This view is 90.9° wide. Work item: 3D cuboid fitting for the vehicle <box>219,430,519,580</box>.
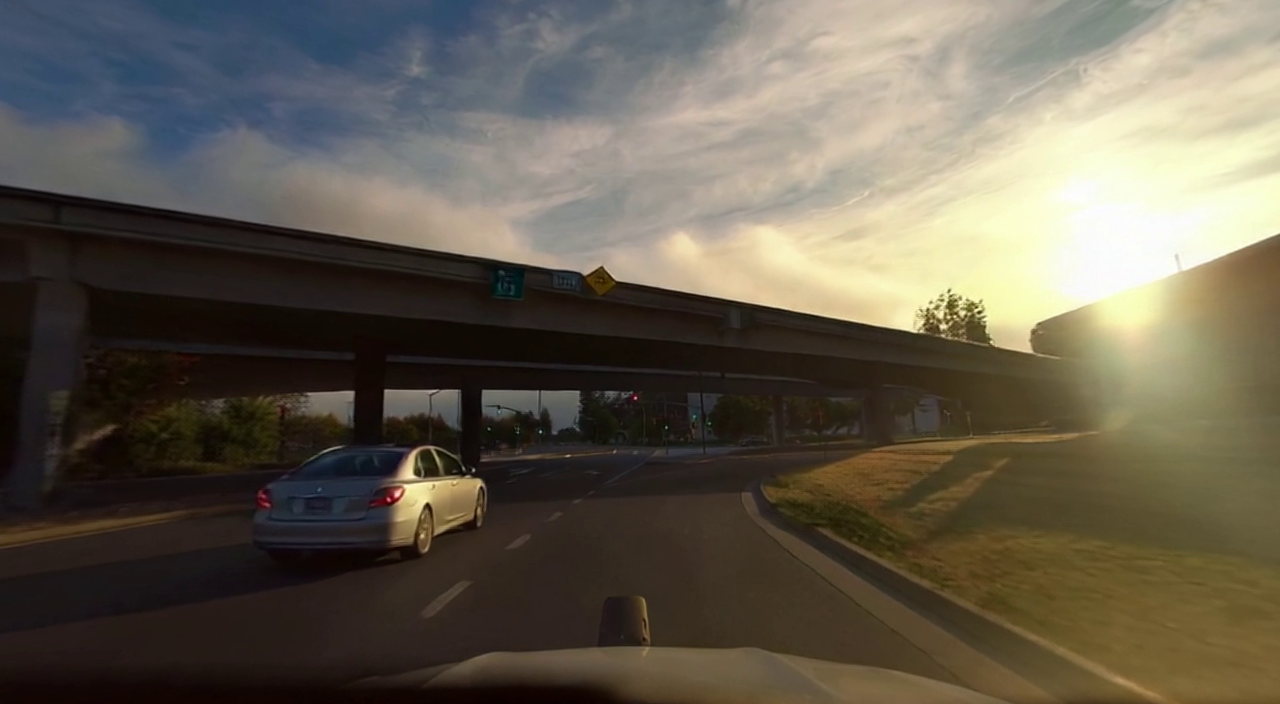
[{"bbox_3d":[-3.146,1.884,8.618,1.963,1.460,4.614,0,-9,1],"label":"vehicle"}]
